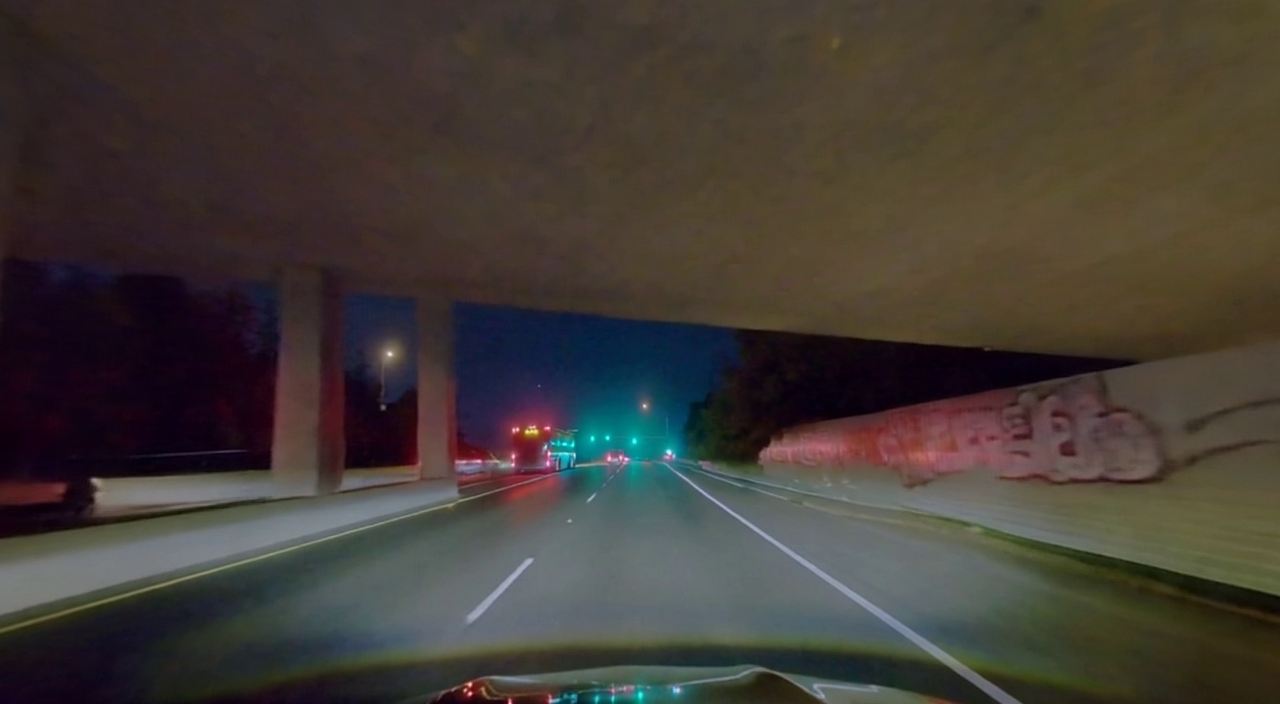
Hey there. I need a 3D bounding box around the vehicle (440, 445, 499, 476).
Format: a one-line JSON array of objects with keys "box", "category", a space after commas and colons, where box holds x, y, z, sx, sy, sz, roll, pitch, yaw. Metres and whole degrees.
[{"box": [-9.380, 5.984, 35.102, 1.979, 1.600, 4.516, 0, -8, 1], "category": "vehicle"}]
